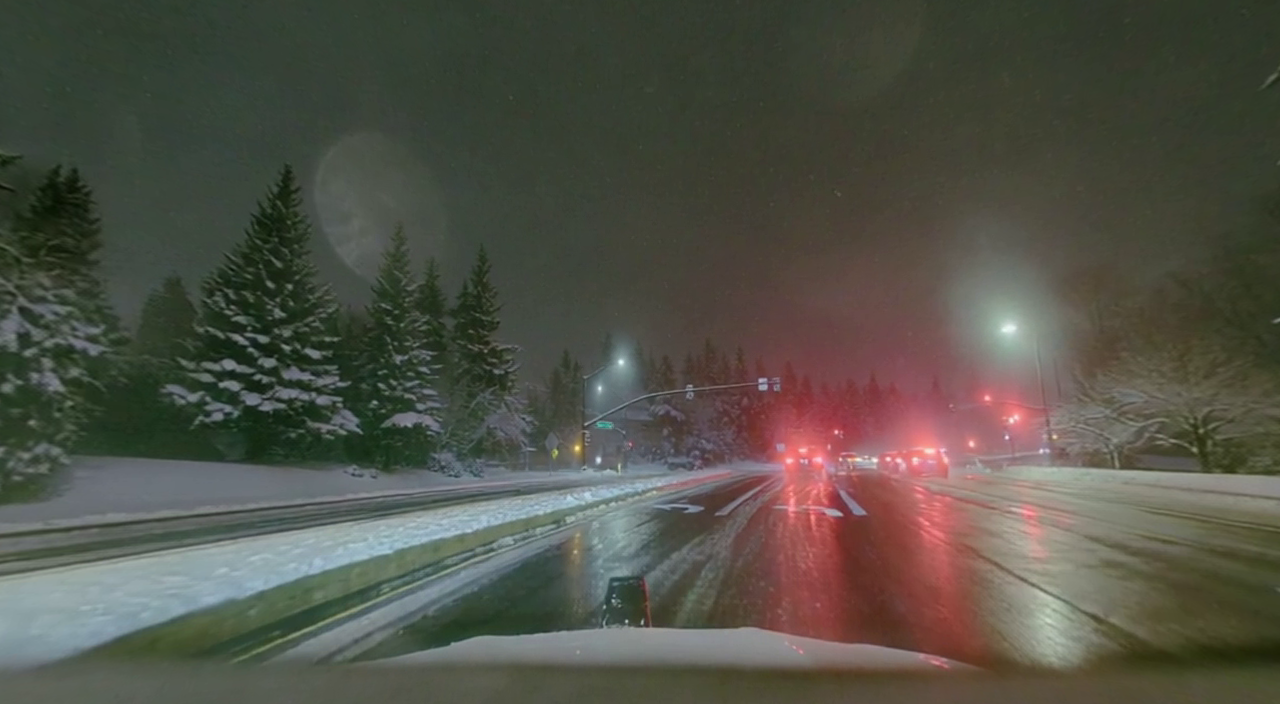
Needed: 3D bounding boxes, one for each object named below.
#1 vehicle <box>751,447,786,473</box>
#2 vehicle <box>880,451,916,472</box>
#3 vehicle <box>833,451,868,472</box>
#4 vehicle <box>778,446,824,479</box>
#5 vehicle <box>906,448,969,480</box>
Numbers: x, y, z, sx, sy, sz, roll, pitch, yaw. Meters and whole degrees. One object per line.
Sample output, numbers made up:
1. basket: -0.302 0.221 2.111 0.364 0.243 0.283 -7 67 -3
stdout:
1. vehicle: 9.785 8.125 47.613 2.245 1.800 4.522 -3 -9 15
2. vehicle: 19.416 8.242 47.578 1.901 1.484 4.093 -3 -9 14
3. vehicle: 15.626 8.148 47.069 2.063 1.476 4.361 -3 -9 14
4. vehicle: 8.268 5.641 32.340 2.078 1.578 4.107 -3 -9 15
5. vehicle: 14.441 5.440 30.824 1.884 1.422 4.262 -3 -9 13
